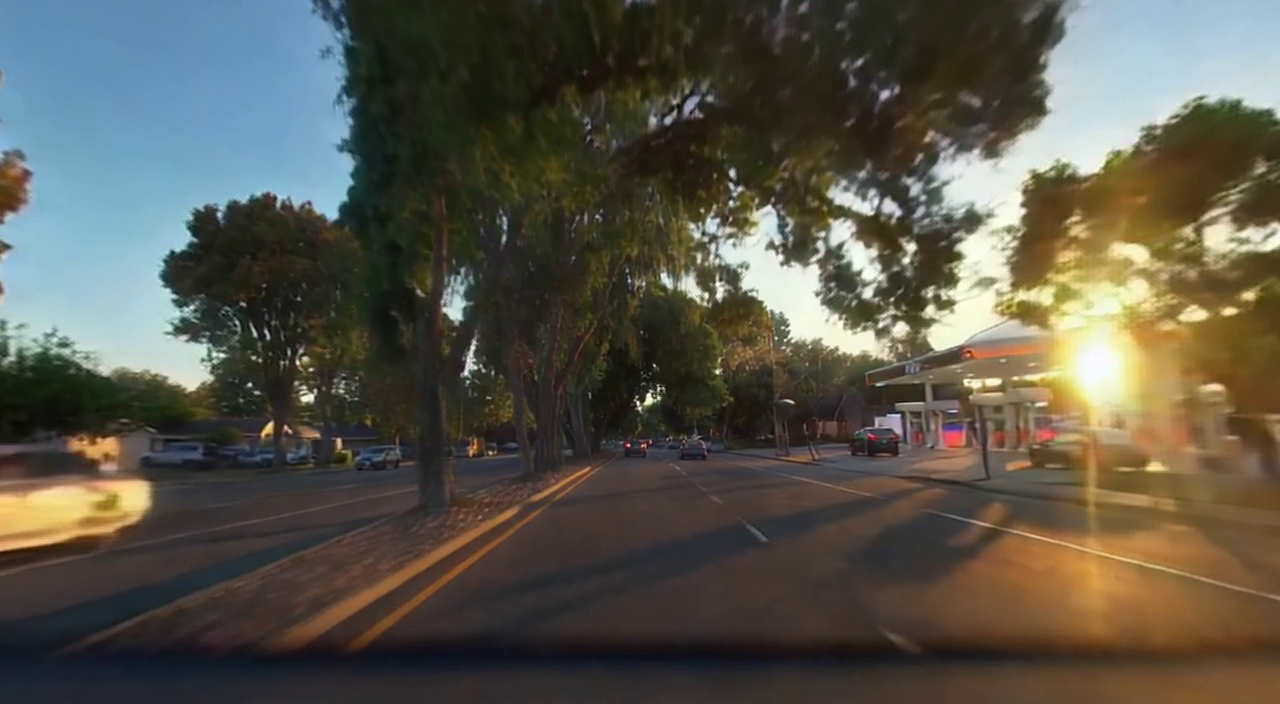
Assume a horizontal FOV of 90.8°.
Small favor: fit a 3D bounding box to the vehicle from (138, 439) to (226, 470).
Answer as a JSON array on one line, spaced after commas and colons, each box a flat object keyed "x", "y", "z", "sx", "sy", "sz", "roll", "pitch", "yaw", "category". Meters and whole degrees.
[{"x": -31.928, "y": 7.150, "z": 44.159, "sx": 4.384, "sy": 2.079, "sz": 2.066, "roll": 1, "pitch": -9, "yaw": -4, "category": "vehicle"}]

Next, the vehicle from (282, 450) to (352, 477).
[{"x": -18.903, "y": 6.535, "z": 37.216, "sx": 1.797, "sy": 1.461, "sz": 4.536, "roll": 0, "pitch": -8, "yaw": 0, "category": "vehicle"}]

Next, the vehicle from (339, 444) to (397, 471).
[{"x": -18.908, "y": 7.351, "z": 44.126, "sx": 2.004, "sy": 1.758, "sz": 4.594, "roll": 0, "pitch": -8, "yaw": 0, "category": "vehicle"}]

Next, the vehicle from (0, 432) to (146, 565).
[{"x": -9.244, "y": 1.892, "z": 8.207, "sx": 2.121, "sy": 1.677, "sz": 4.324, "roll": 0, "pitch": -8, "yaw": 0, "category": "vehicle"}]

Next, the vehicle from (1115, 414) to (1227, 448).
[{"x": 33.627, "y": 5.100, "z": 40.274, "sx": 2.355, "sy": 2.034, "sz": 5.438, "roll": 0, "pitch": -8, "yaw": 0, "category": "vehicle"}]

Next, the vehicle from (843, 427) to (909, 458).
[{"x": 15.269, "y": 5.908, "z": 41.264, "sx": 2.368, "sy": 1.868, "sz": 4.724, "roll": 0, "pitch": -8, "yaw": -1, "category": "vehicle"}]

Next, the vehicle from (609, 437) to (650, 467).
[{"x": -0.552, "y": 5.326, "z": 33.739, "sx": 2.052, "sy": 1.488, "sz": 3.779, "roll": 0, "pitch": -8, "yaw": 0, "category": "vehicle"}]

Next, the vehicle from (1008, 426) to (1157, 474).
[{"x": 15.252, "y": 3.423, "z": 22.175, "sx": 2.001, "sy": 1.479, "sz": 4.696, "roll": 0, "pitch": -8, "yaw": 3, "category": "vehicle"}]

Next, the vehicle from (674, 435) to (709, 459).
[{"x": 4.067, "y": 7.353, "z": 49.120, "sx": 2.117, "sy": 1.757, "sz": 4.969, "roll": -2, "pitch": -9, "yaw": 12, "category": "vehicle"}]
